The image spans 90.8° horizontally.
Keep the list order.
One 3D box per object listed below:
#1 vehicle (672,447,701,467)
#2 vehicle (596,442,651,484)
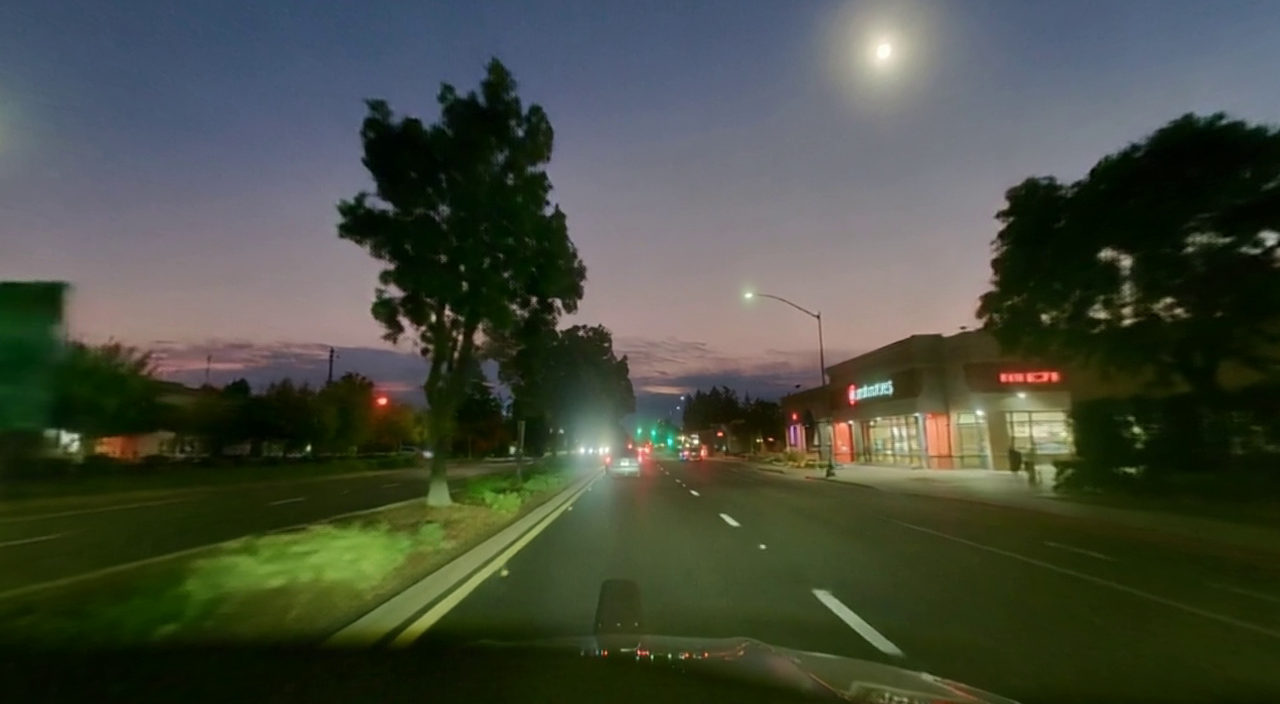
[{"bbox_3d":[3.589,8.160,49.440,1.910,1.474,4.003,0,-9,-2],"label":"vehicle"},{"bbox_3d":[-0.612,4.357,25.037,2.006,1.487,3.535,0,-9,0],"label":"vehicle"}]
